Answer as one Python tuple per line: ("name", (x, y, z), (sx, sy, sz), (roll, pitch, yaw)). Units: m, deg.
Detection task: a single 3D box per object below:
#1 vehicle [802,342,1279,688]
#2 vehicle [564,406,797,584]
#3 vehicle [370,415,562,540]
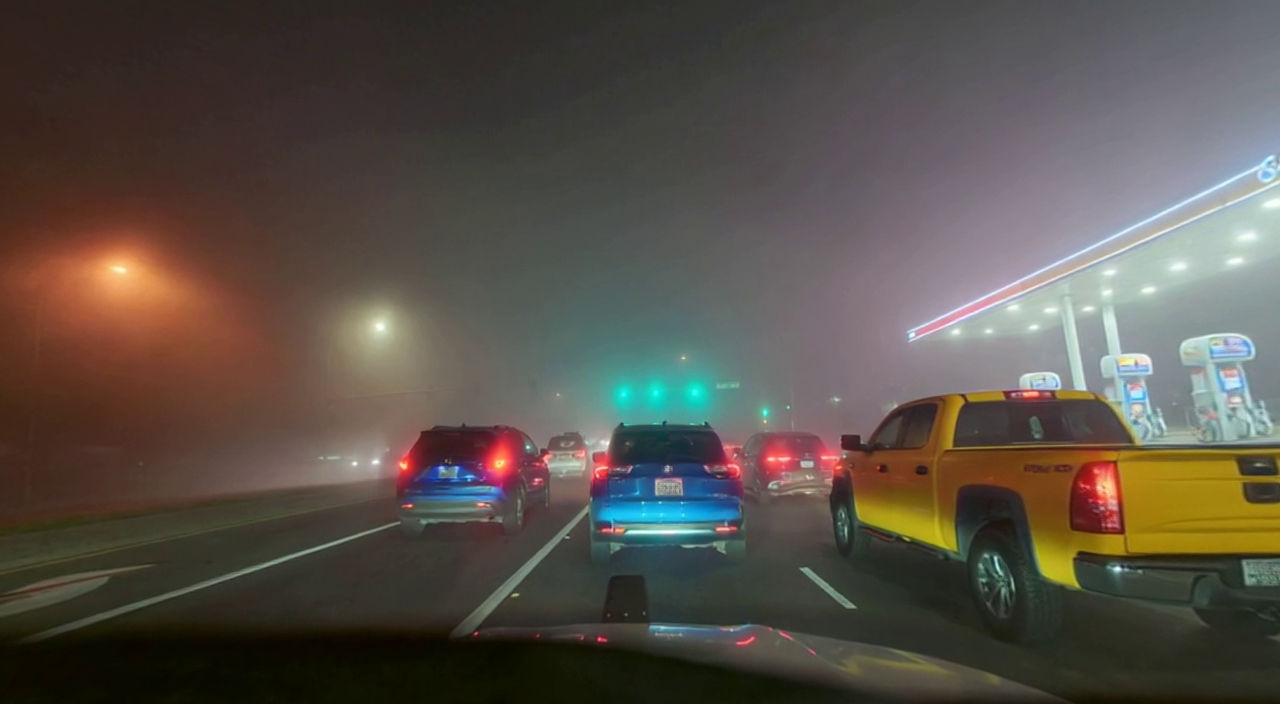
("vehicle", (3.414, 1.262, 6.150), (2.161, 1.868, 5.321), (0, -8, -1))
("vehicle", (0.368, 1.645, 8.021), (2.181, 1.650, 4.083), (0, -8, 0))
("vehicle", (-2.711, 2.076, 11.037), (2.019, 1.731, 4.299), (0, -8, 1))
